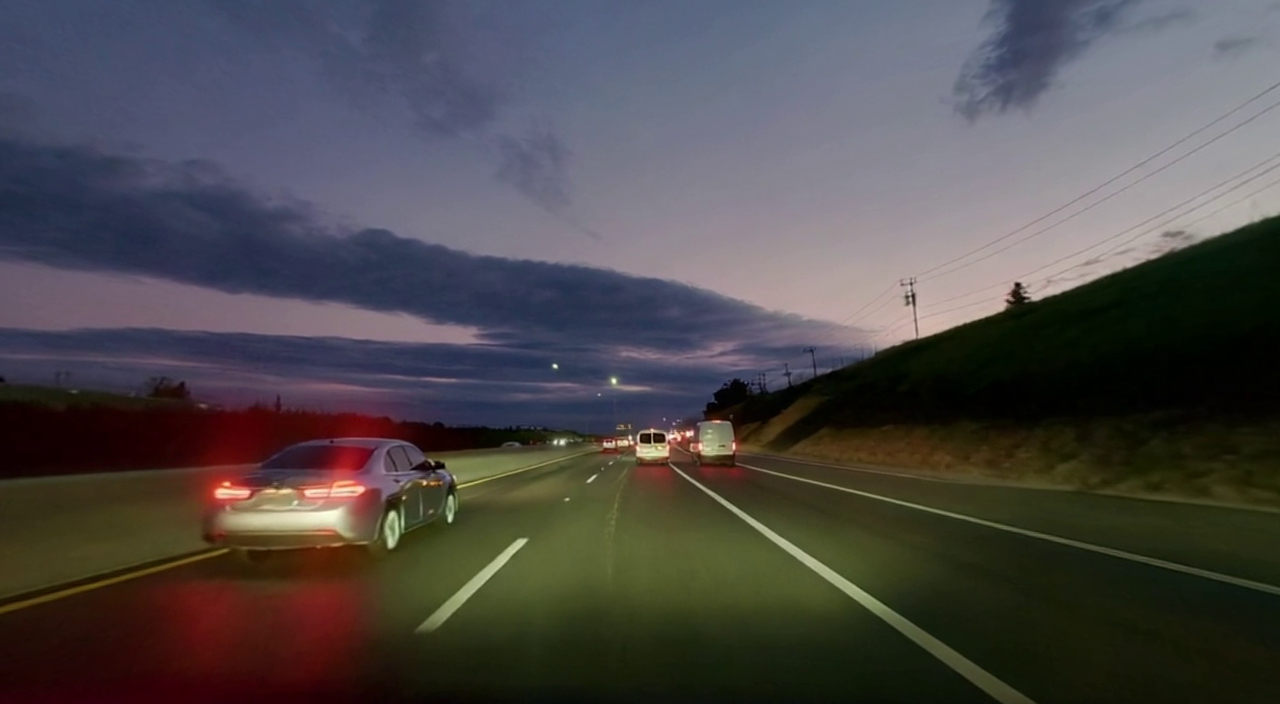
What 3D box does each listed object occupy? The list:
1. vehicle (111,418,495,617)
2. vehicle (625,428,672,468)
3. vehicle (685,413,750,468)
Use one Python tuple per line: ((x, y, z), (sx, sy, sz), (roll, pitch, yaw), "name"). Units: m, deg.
((-3.041, 1.531, 6.928), (1.890, 1.490, 4.202), (0, -8, 0), "vehicle")
((0.367, 4.681, 31.068), (2.159, 1.811, 4.238), (0, -8, -1), "vehicle")
((3.658, 4.299, 30.840), (2.348, 2.429, 5.172), (0, -8, -2), "vehicle")
